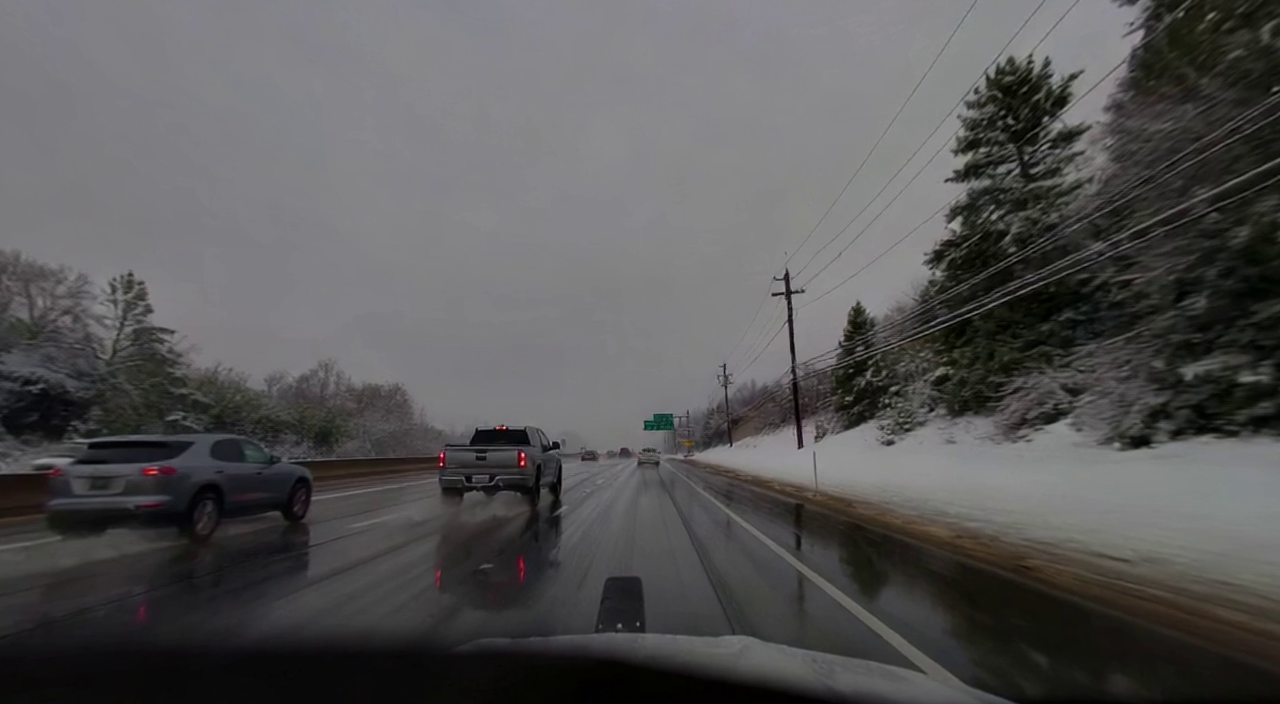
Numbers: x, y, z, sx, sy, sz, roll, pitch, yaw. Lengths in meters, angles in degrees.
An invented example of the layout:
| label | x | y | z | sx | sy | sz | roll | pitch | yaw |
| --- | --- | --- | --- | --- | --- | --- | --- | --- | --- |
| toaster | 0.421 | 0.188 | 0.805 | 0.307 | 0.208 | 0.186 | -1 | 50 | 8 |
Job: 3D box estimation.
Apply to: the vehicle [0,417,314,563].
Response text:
| label | x | y | z | sx | sy | sz | roll | pitch | yaw |
| --- | --- | --- | --- | --- | --- | --- | --- | --- | --- |
| vehicle | -7.480 | 1.982 | 9.825 | 2.143 | 1.688 | 4.776 | 0 | -9 | 1 |

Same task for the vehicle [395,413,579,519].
| label | x | y | z | sx | sy | sz | roll | pitch | yaw |
| --- | --- | --- | --- | --- | --- | --- | --- | --- | --- |
| vehicle | -3.330 | 2.728 | 15.634 | 2.972 | 2.087 | 6.126 | 0 | -9 | 0 |

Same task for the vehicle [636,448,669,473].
| label | x | y | z | sx | sy | sz | roll | pitch | yaw |
| --- | --- | --- | --- | --- | --- | --- | --- | --- | --- |
| vehicle | 0.778 | 7.130 | 41.579 | 2.025 | 1.485 | 4.310 | 0 | -9 | -1 |
